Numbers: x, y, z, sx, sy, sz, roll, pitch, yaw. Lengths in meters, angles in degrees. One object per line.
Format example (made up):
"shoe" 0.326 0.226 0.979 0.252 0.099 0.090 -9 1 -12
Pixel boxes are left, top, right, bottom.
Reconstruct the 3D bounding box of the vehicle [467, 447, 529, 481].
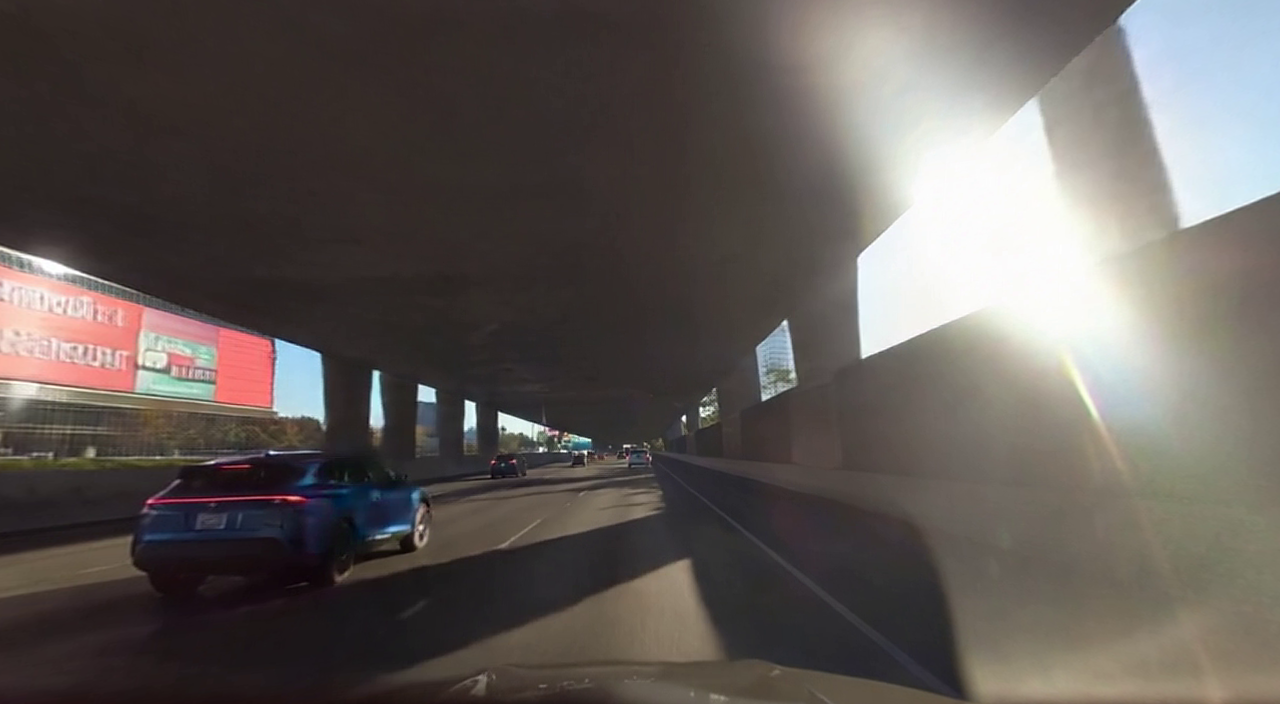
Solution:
"vehicle" -7.177 5.698 32.376 1.998 1.542 4.953 0 -9 1

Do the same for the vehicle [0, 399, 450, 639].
"vehicle" -3.847 1.560 6.916 2.059 1.725 4.521 0 -9 1
